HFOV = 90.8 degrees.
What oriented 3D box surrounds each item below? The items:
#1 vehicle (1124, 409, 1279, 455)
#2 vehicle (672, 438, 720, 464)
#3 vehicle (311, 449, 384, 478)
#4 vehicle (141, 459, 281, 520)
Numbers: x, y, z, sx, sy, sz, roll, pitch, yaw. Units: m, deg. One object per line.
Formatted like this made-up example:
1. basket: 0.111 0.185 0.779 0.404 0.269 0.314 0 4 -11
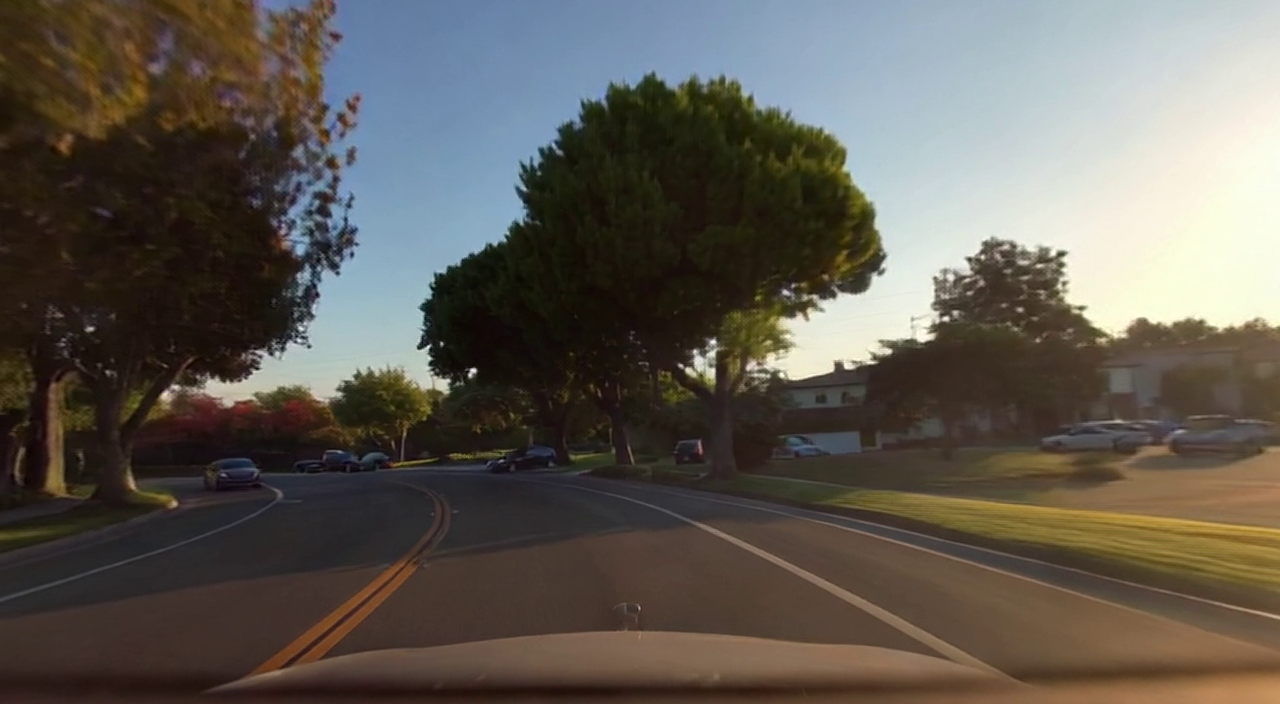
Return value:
1. vehicle: 20.002 2.832 22.119 4.462 1.474 1.765 -4 -10 24
2. vehicle: 4.037 6.992 44.863 1.900 1.711 4.666 -4 -9 24
3. vehicle: -20.983 7.940 45.273 5.202 1.817 2.042 -4 -9 30
4. vehicle: -13.390 4.236 20.345 2.772 1.161 7.241 1 -7 -26
